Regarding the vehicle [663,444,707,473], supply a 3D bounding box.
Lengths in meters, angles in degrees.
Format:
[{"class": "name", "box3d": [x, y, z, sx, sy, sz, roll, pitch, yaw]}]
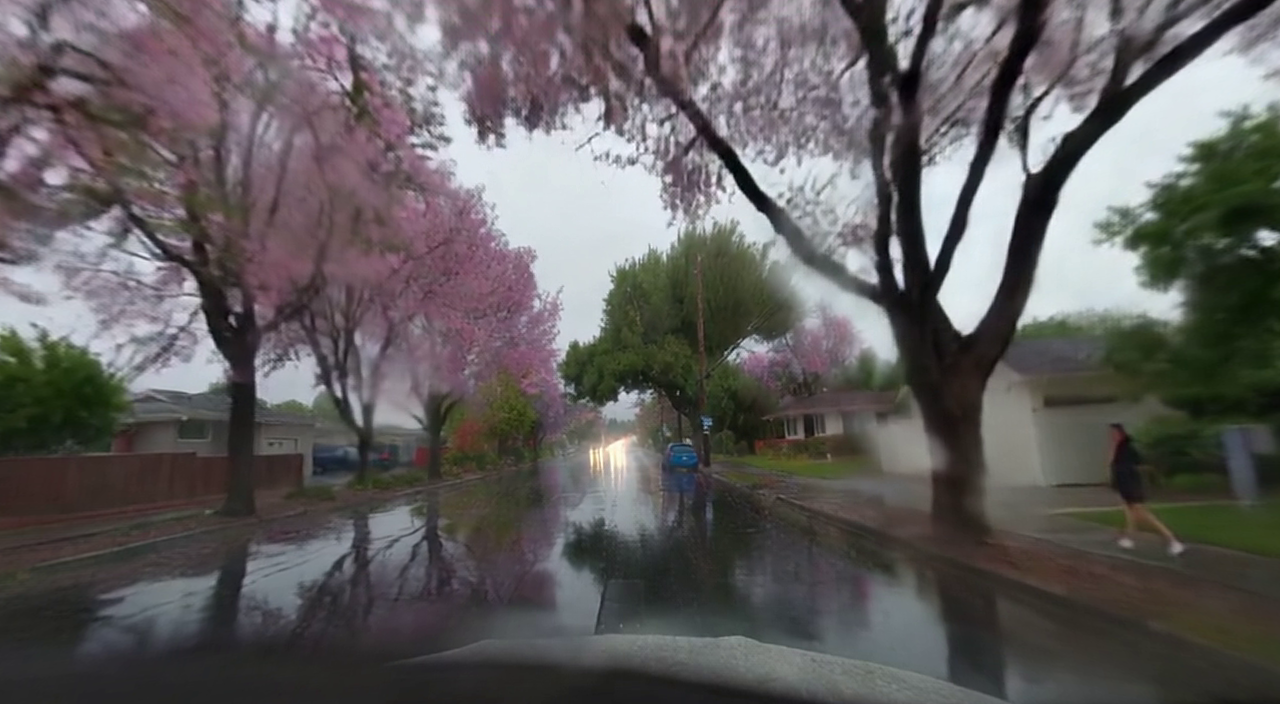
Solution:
[{"class": "vehicle", "box3d": [2.414, 5.863, 34.951, 2.022, 1.455, 4.406, 0, -8, -2]}]

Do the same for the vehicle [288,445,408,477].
[{"class": "vehicle", "box3d": [-16.992, 6.342, 36.993, 5.902, 1.796, 2.183, 0, -8, -3]}]
